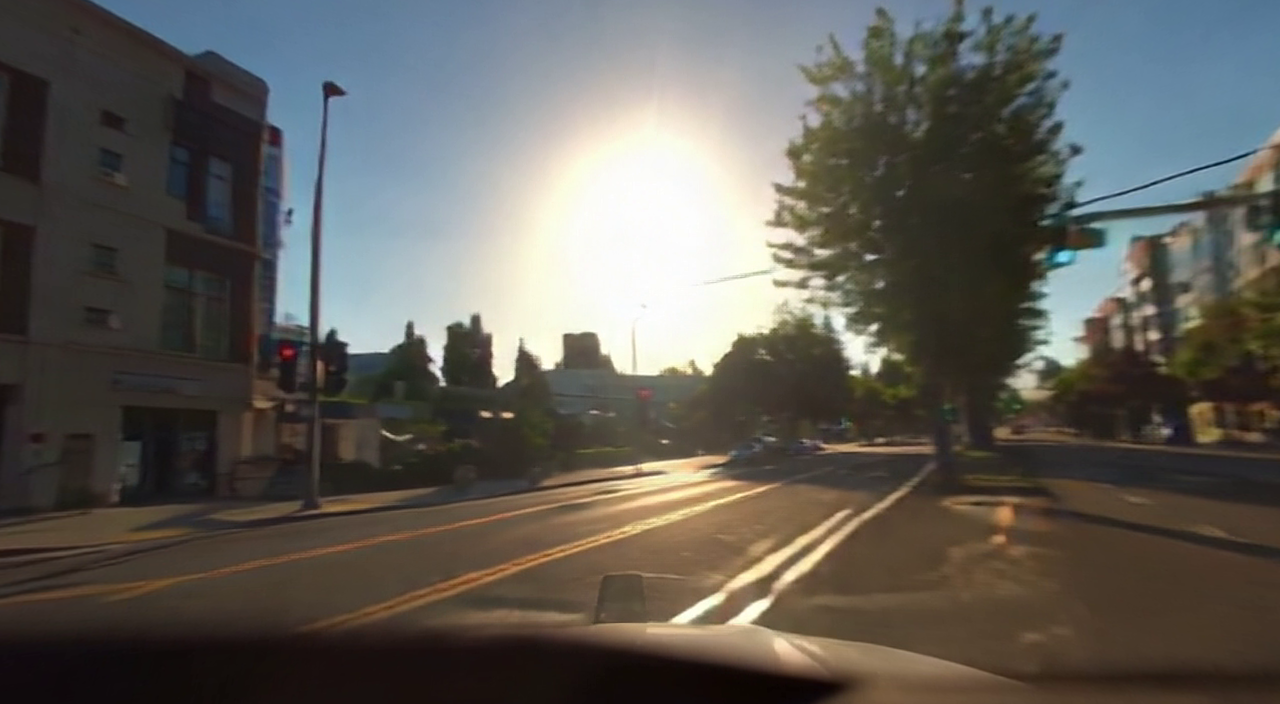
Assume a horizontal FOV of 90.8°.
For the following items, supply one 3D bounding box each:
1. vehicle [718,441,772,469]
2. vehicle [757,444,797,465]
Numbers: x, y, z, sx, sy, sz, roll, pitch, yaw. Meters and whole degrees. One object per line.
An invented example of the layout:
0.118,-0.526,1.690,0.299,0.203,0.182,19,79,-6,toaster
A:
6.844,6.657,40.966,2.075,1.708,4.335,-5,-10,29,vehicle
10.179,7.563,46.694,1.719,1.440,4.201,-5,-10,29,vehicle
